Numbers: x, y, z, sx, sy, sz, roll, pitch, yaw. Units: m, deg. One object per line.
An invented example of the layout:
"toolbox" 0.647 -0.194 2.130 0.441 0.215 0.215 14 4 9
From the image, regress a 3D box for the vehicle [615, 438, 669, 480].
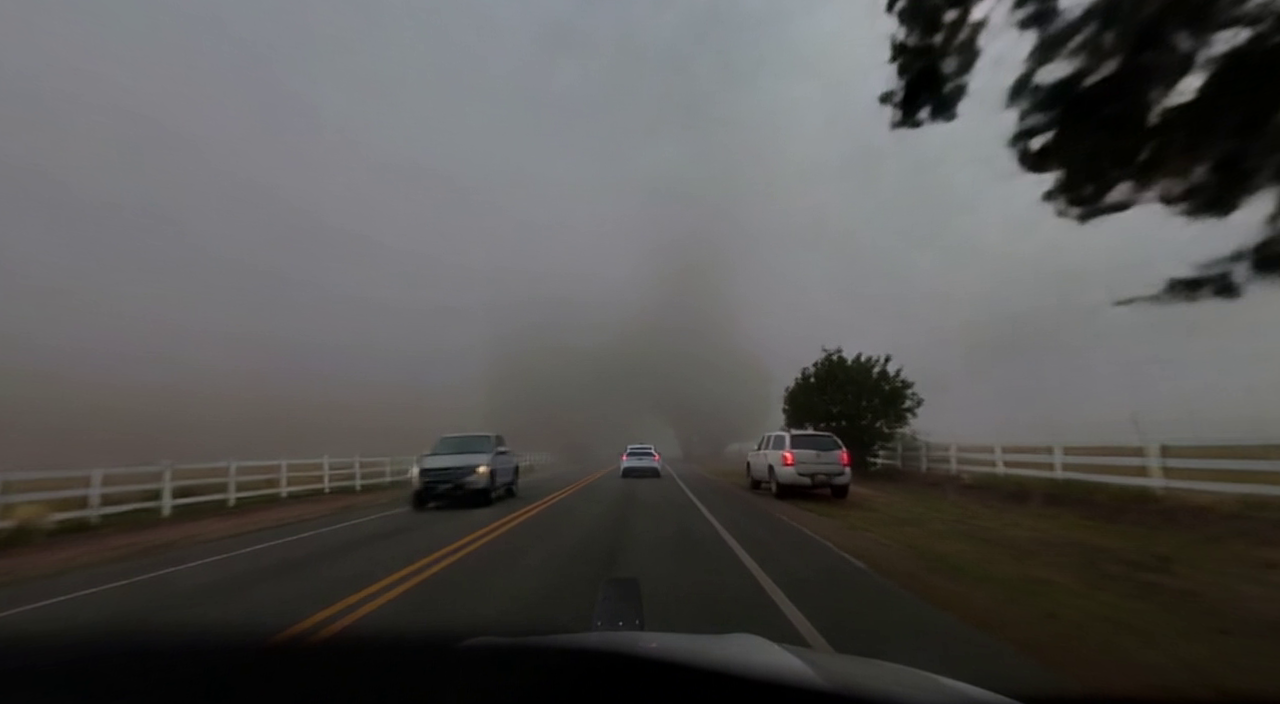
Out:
"vehicle" 0.098 4.641 27.576 2.158 1.669 4.006 0 -8 1

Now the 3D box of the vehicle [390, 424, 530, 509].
"vehicle" -4.652 3.056 17.372 2.221 1.965 5.135 0 -8 1

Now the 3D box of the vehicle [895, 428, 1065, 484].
"vehicle" 10.379 3.202 19.716 1.975 1.545 4.333 3 -9 -21

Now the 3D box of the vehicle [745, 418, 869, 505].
"vehicle" 4.265 2.905 17.156 2.348 1.969 5.269 -1 -8 5
